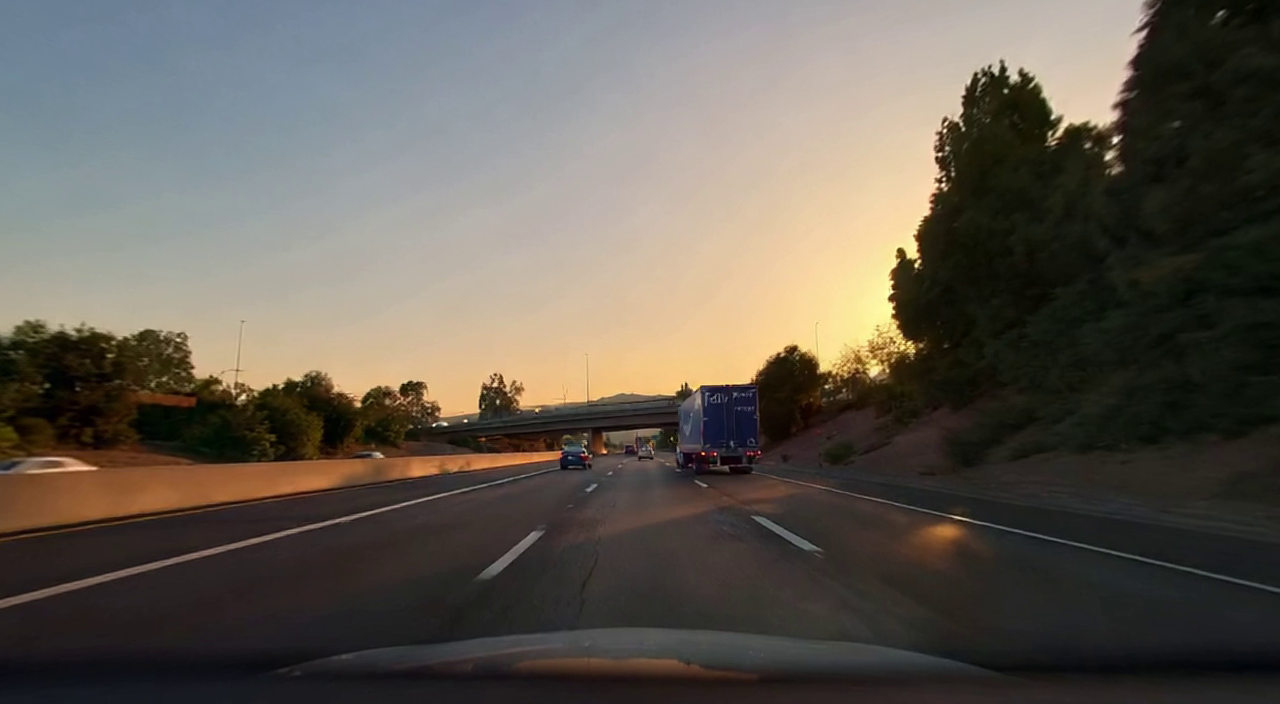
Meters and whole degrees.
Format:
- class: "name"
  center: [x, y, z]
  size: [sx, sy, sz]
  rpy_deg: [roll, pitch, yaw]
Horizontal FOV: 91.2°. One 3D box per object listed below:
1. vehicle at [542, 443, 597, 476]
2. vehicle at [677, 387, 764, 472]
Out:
- class: "vehicle"
  center: [-3.528, 5.497, 32.335]
  size: [2.200, 1.562, 4.959]
  rpy_deg: [0, -9, 1]
- class: "vehicle"
  center: [4.362, 4.962, 38.609]
  size: [2.928, 4.021, 17.190]
  rpy_deg: [0, -8, -1]
